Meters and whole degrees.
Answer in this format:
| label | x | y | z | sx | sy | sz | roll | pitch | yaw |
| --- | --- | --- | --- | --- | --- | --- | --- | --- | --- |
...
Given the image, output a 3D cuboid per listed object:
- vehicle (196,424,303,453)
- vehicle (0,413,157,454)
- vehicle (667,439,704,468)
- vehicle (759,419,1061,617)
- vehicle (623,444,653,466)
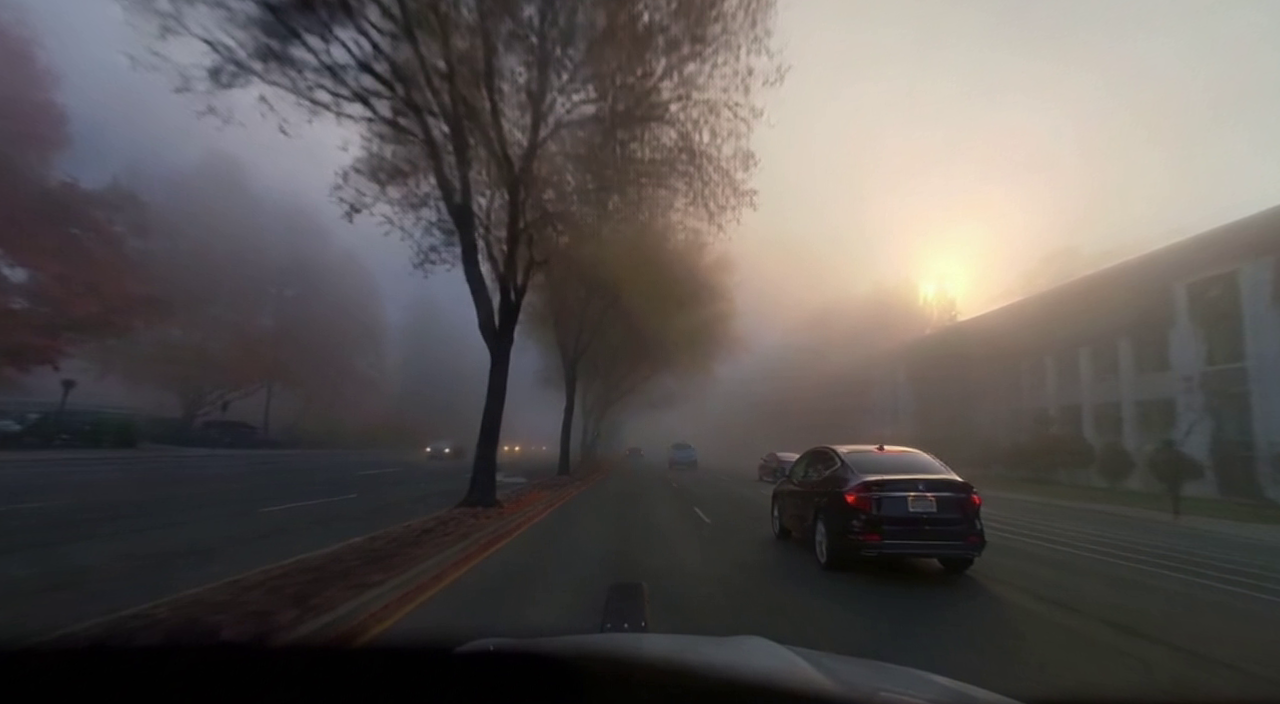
| label | x | y | z | sx | sy | sz | roll | pitch | yaw |
| --- | --- | --- | --- | --- | --- | --- | --- | --- | --- |
| vehicle | -27.116 | 6.042 | 43.899 | 6.055 | 1.910 | 2.113 | -1 | -8 | 0 |
| vehicle | -27.492 | 3.951 | 30.444 | 6.220 | 1.825 | 2.361 | 0 | -8 | -1 |
| vehicle | 3.127 | 7.102 | 44.218 | 2.154 | 1.844 | 4.634 | 2 | -8 | -1 |
| vehicle | 2.777 | 1.752 | 7.579 | 1.901 | 1.634 | 3.896 | 3 | -8 | 0 |
| vehicle | -0.147 | 7.211 | 44.268 | 1.991 | 1.477 | 3.814 | 0 | -8 | -1 |
